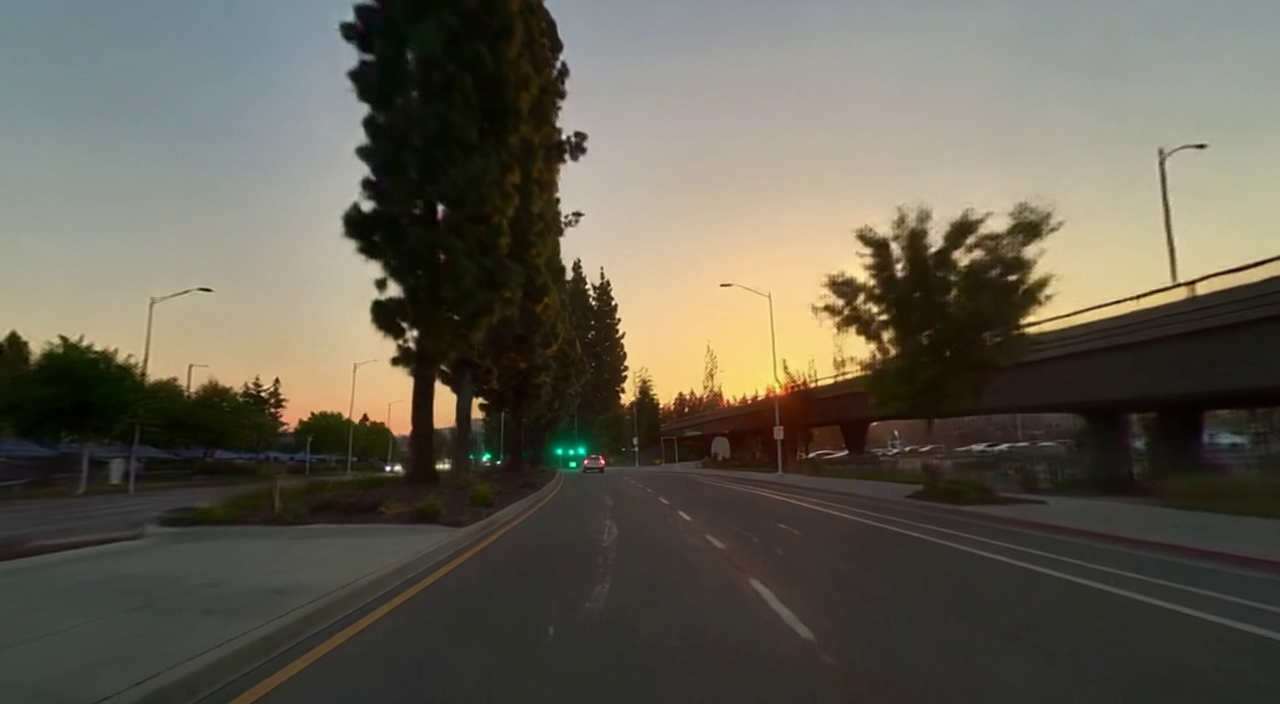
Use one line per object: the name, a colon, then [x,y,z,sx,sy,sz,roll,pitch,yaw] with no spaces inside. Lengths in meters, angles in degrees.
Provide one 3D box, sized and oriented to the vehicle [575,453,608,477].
vehicle: [-3.829,8.723,49.080,2.184,1.713,4.231,1,-9,-9]
